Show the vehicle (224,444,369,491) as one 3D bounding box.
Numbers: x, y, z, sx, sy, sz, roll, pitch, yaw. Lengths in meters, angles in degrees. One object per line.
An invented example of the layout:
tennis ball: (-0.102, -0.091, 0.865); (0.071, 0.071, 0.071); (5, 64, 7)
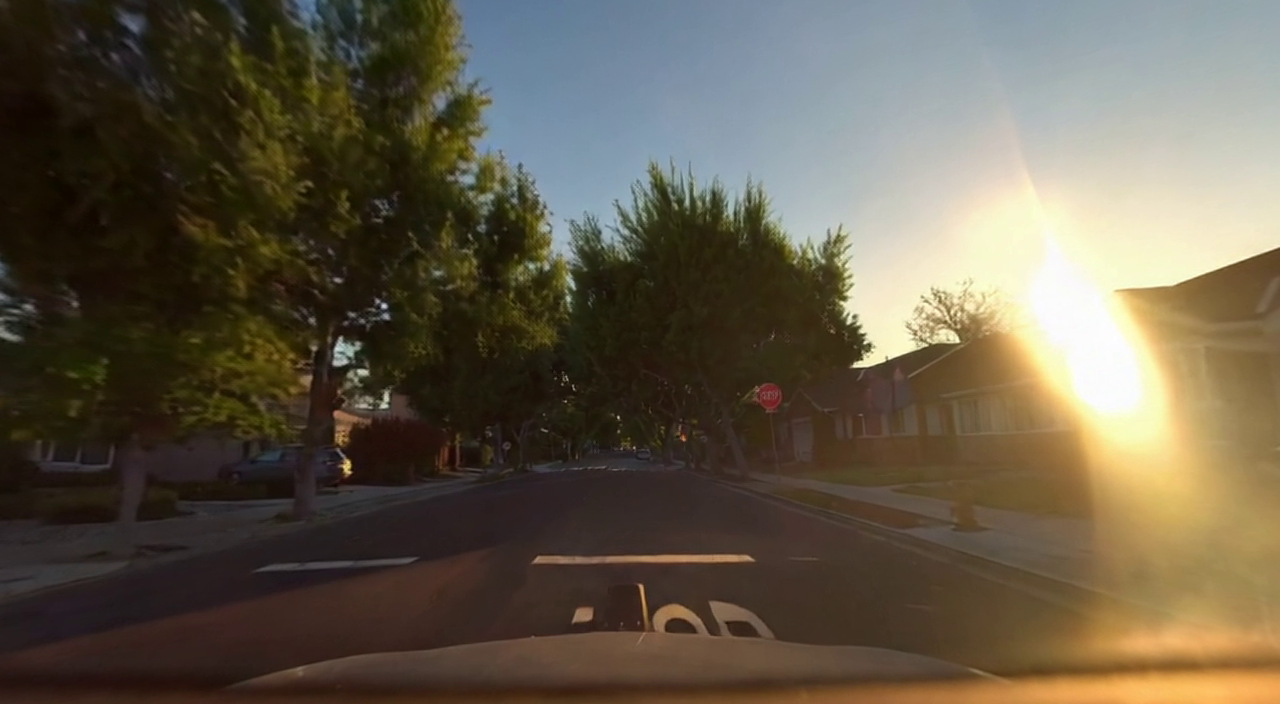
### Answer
vehicle: (-14.269, 4.807, 26.495); (4.809, 1.865, 2.093); (0, -9, -2)
